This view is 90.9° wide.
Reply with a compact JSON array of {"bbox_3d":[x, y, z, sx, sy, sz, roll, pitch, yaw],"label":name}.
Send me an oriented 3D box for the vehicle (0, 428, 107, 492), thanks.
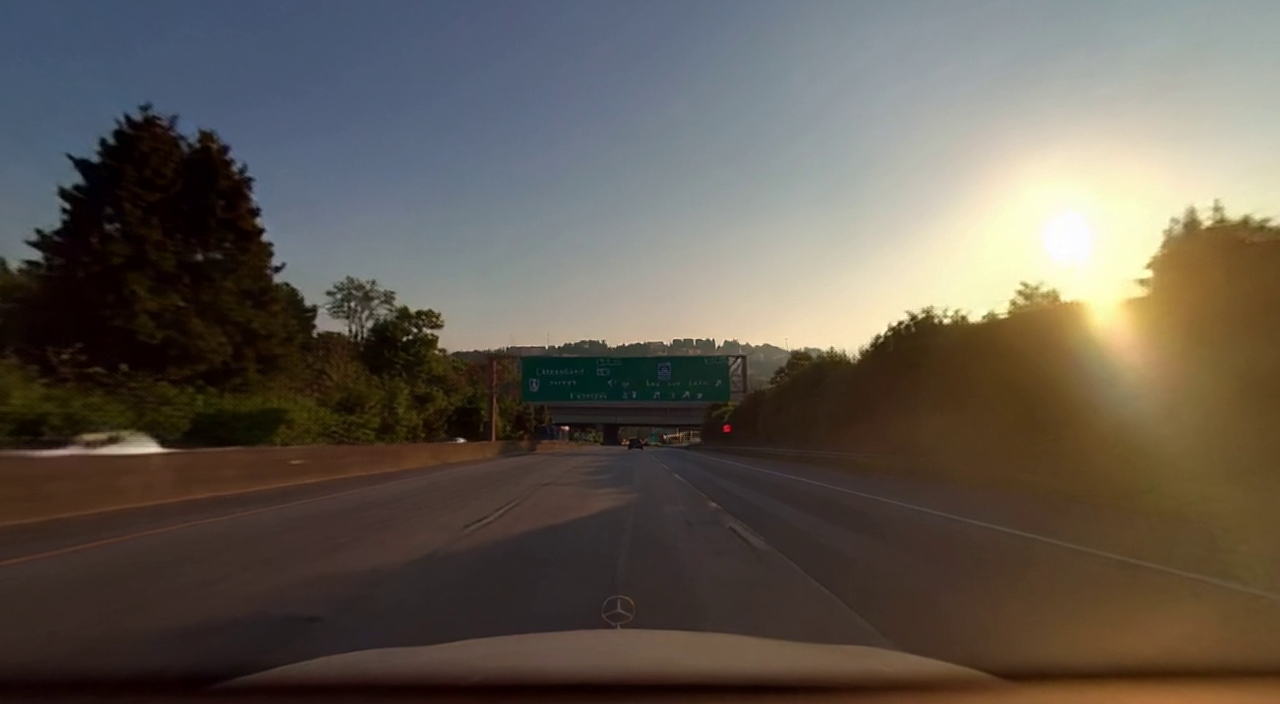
[{"bbox_3d":[-17.099,2.843,16.784,1.893,1.595,4.485,0,-8,-1],"label":"vehicle"}]
